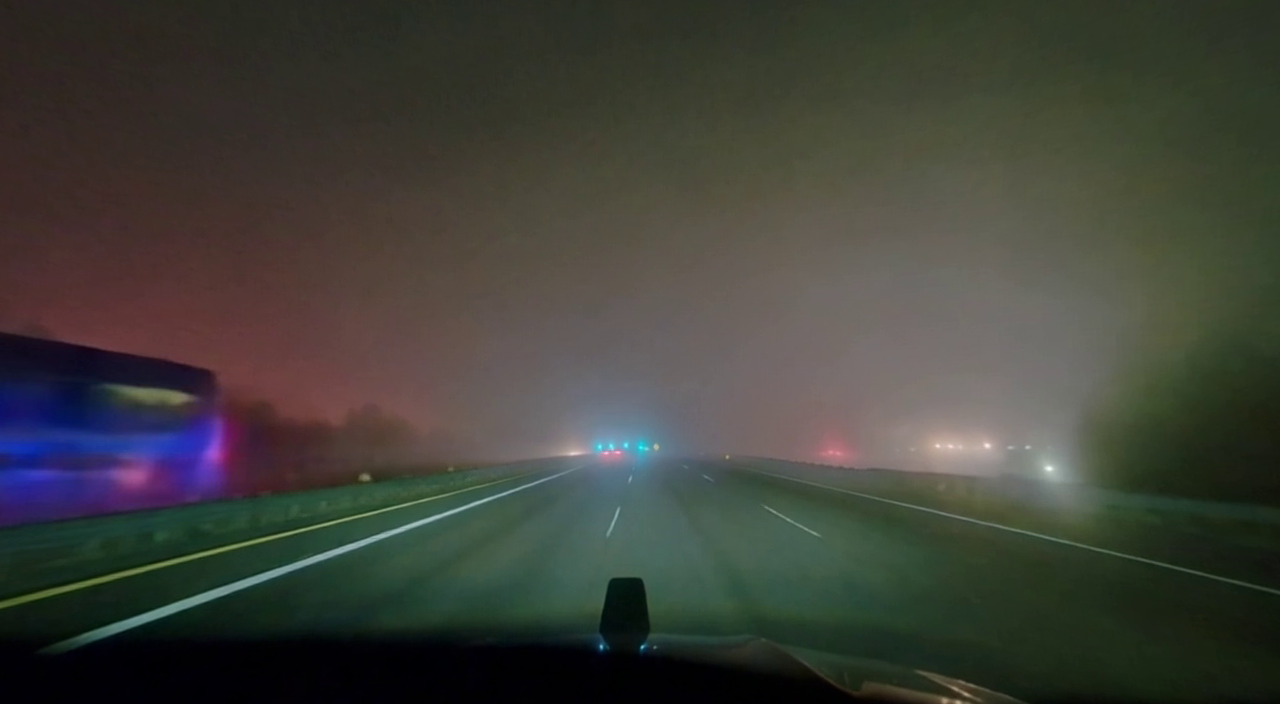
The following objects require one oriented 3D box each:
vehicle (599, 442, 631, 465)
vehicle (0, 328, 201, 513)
[{"bbox_3d":[-1.711,7.106,44.146,2.050,1.530,4.144,0,-8,0],"label":"vehicle"},{"bbox_3d":[-15.544,1.335,12.546,3.288,3.977,14.007,0,-8,1],"label":"vehicle"}]
